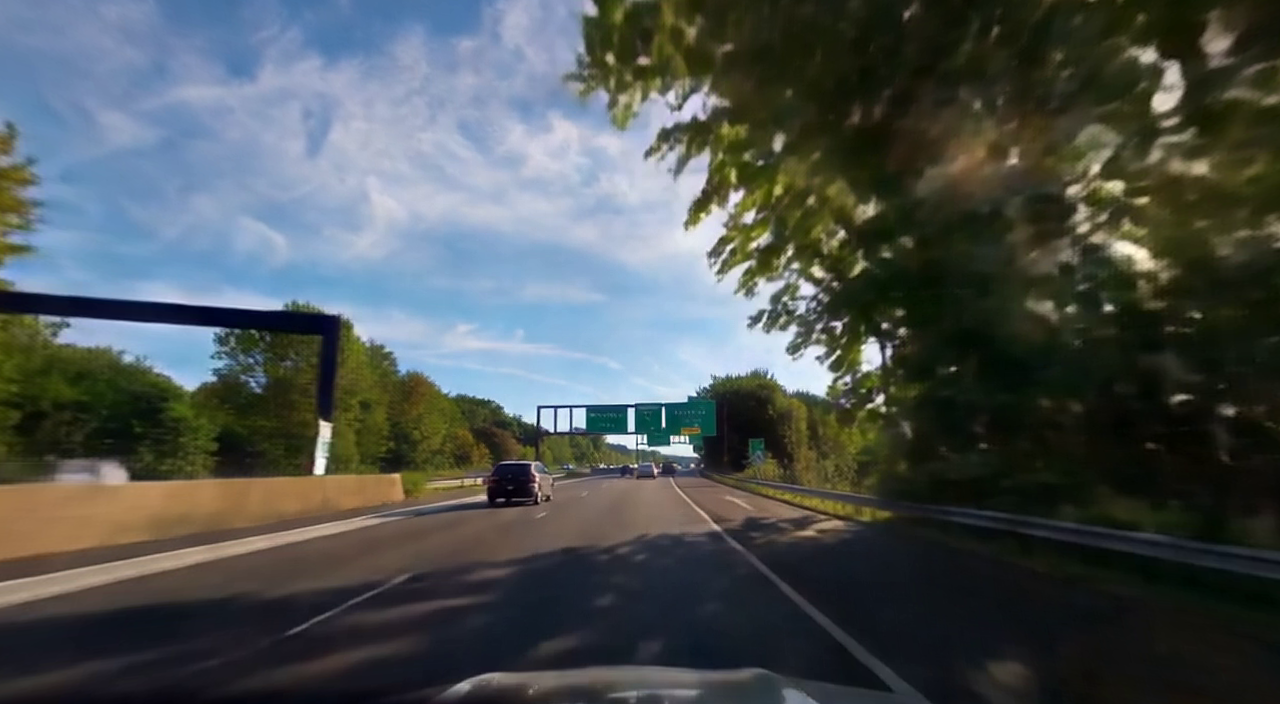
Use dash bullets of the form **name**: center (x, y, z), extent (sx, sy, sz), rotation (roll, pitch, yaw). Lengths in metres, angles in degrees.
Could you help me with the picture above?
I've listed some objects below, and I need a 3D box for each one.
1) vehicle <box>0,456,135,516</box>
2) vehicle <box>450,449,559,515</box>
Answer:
- **vehicle**: center (-18.794, 4.182, 19.996), extent (1.959, 1.669, 4.090), rotation (1, -10, 1)
- **vehicle**: center (-3.674, 3.662, 17.936), extent (2.000, 1.594, 3.996), rotation (1, -10, 3)
